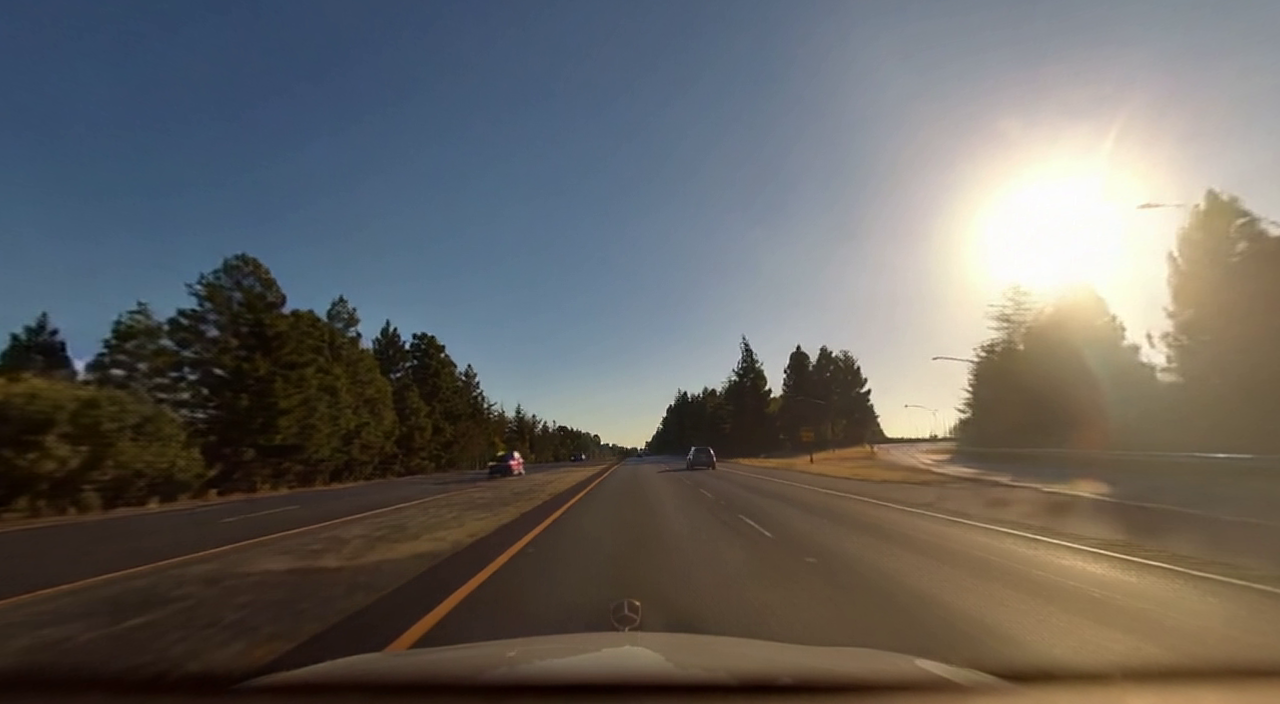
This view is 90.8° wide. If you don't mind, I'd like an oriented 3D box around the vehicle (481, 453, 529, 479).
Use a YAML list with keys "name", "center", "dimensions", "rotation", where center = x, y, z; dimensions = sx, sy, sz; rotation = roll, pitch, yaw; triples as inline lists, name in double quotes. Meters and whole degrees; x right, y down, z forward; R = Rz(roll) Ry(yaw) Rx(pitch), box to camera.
- name: "vehicle"
  center: [-8.623, 7.297, 40.614]
  dimensions: [2.067, 1.551, 4.326]
  rotation: [0, -9, 1]

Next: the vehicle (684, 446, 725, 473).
- name: "vehicle"
  center: [3.934, 6.634, 39.135]
  dimensions: [2.013, 1.584, 3.995]
  rotation: [0, -9, -1]
